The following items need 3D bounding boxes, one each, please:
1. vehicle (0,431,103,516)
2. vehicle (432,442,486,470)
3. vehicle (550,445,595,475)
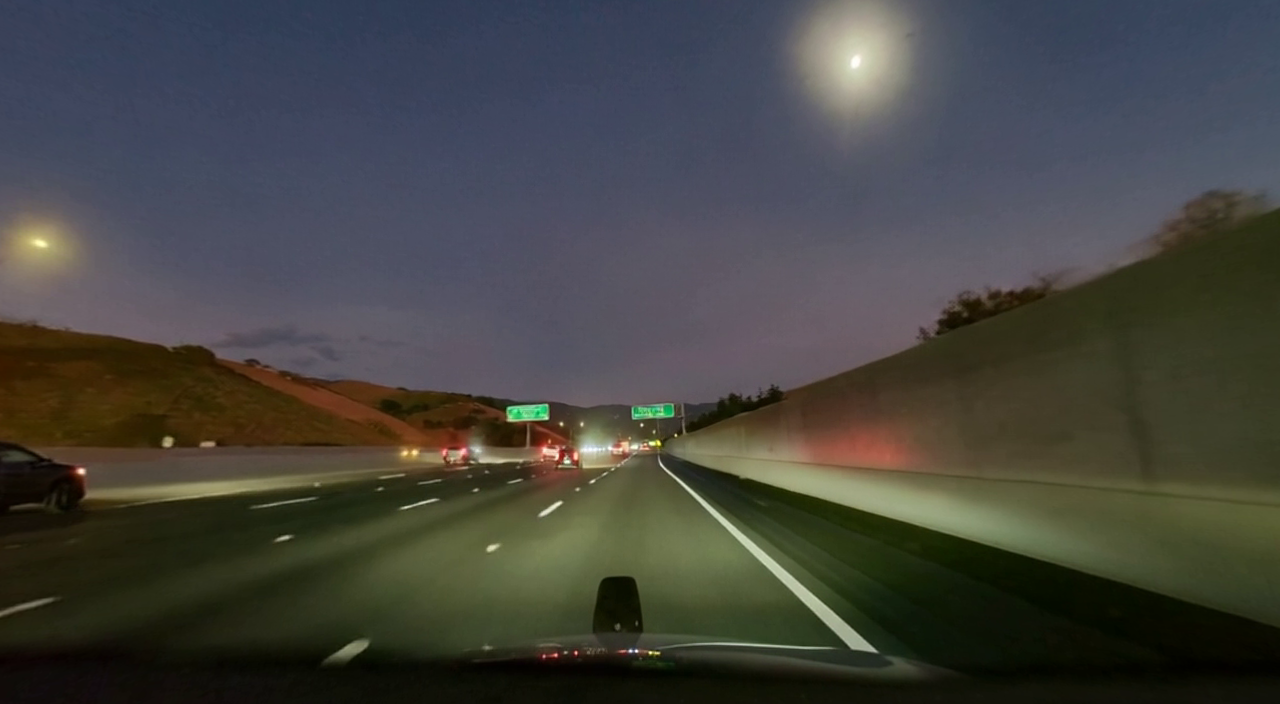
[{"bbox_3d":[-13.307,2.316,12.031,2.035,1.630,4.527,0,-8,2],"label":"vehicle"},{"bbox_3d":[-12.167,6.983,42.716,2.076,1.766,4.831,0,-8,2],"label":"vehicle"},{"bbox_3d":[-3.595,5.848,34.341,1.931,1.492,4.076,0,-8,1],"label":"vehicle"}]
